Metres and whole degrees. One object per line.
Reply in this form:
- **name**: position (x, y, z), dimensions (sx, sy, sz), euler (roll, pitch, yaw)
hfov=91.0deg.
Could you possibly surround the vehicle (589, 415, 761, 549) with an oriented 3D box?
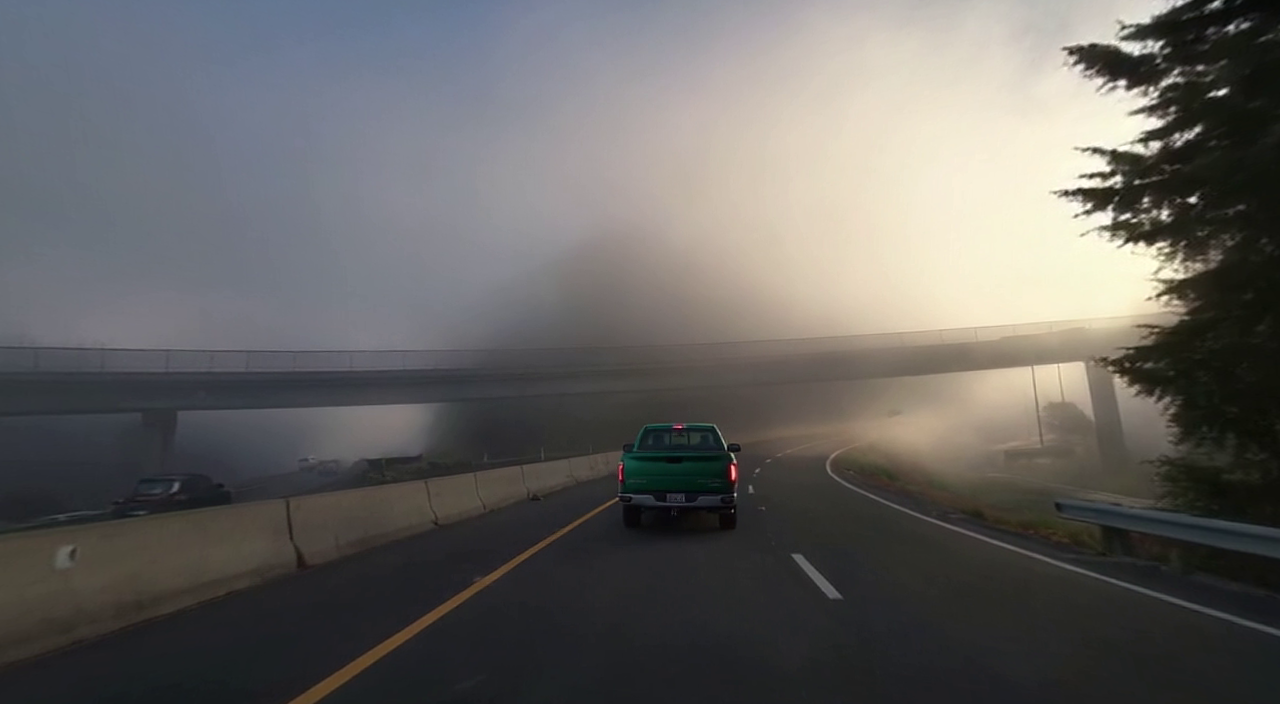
- **vehicle**: position (0.645, 2.019, 10.469), dimensions (2.235, 1.716, 4.435), euler (-1, -9, 5)

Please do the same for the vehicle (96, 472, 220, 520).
- **vehicle**: position (-18.681, 5.550, 24.695), dimensions (1.965, 1.464, 4.514), euler (0, -9, -11)
